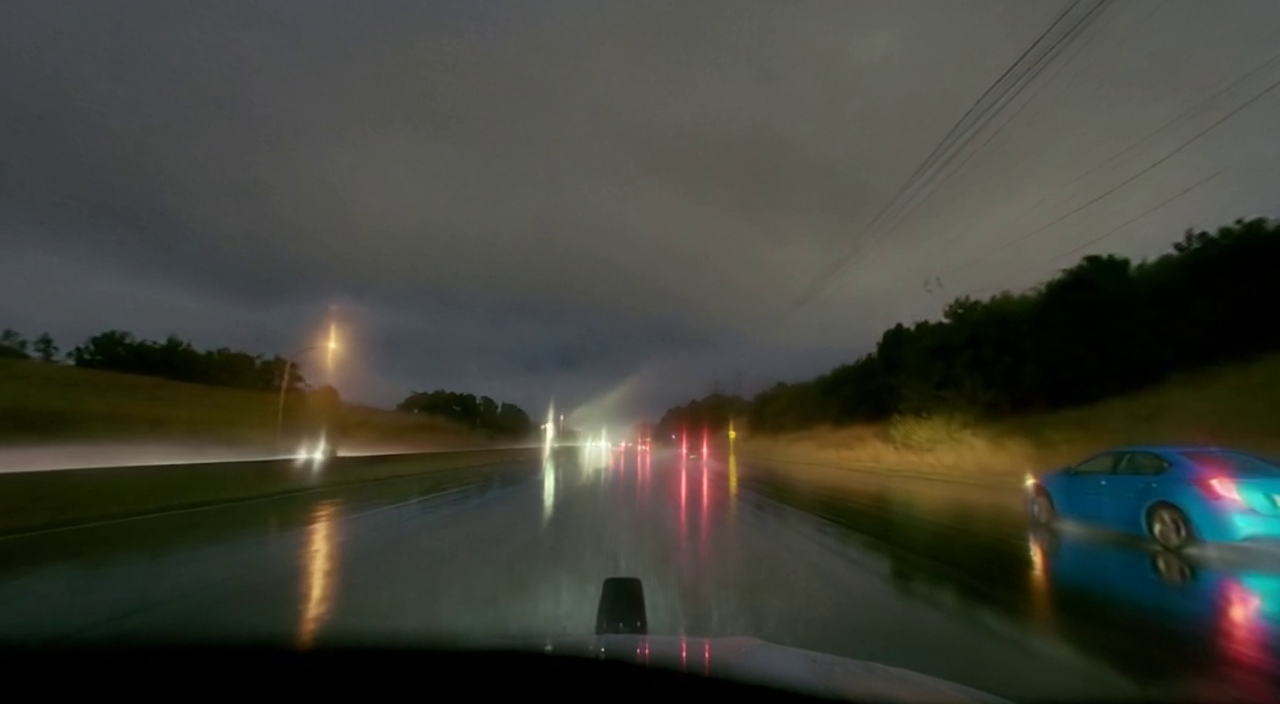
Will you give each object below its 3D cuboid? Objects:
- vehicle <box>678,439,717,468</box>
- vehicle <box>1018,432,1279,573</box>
[{"bbox_3d":[3.736,6.733,41.873,2.159,1.782,4.673,1,-9,0],"label":"vehicle"},{"bbox_3d":[8.053,2.019,9.299,1.970,1.545,4.818,0,-8,0],"label":"vehicle"}]
